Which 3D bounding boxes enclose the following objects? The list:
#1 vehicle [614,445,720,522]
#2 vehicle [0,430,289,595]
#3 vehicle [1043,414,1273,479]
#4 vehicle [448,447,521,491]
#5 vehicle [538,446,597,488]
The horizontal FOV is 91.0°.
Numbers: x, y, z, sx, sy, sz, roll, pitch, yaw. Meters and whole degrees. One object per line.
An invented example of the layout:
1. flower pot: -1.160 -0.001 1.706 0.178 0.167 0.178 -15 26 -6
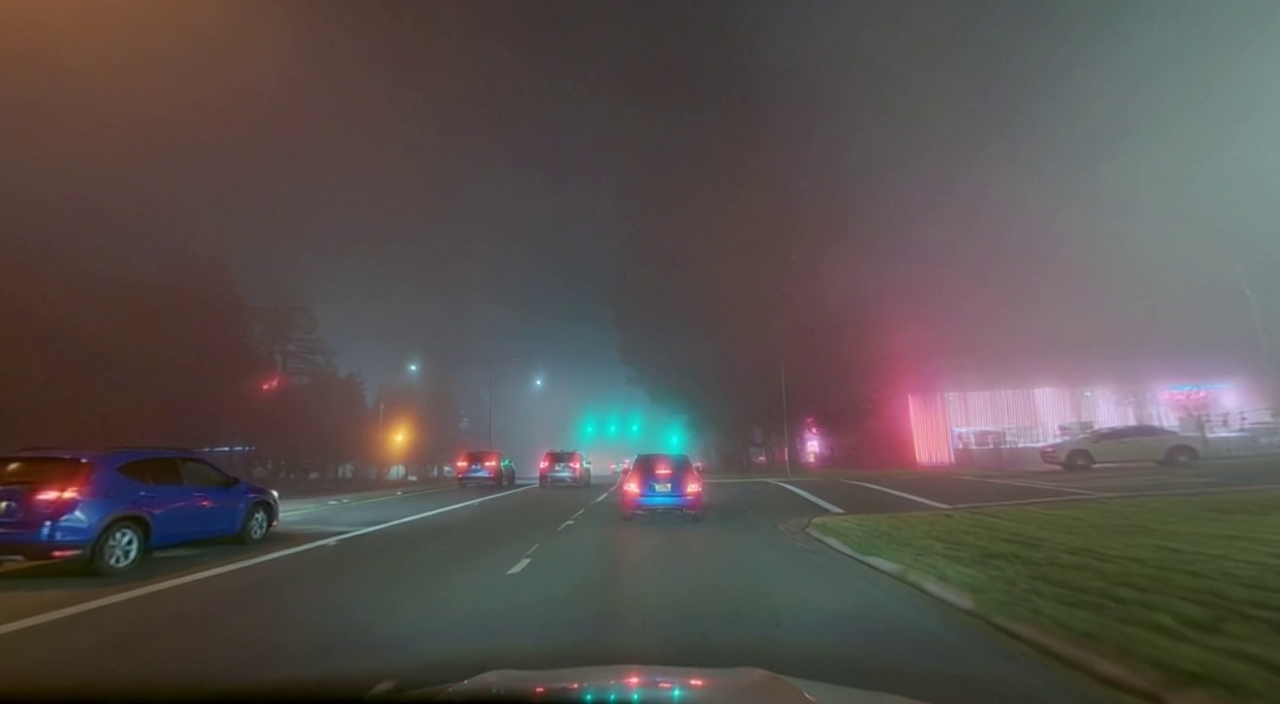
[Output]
1. vehicle: 0.558 2.892 14.443 2.091 1.494 3.962 0 -8 1
2. vehicle: -7.041 1.955 8.602 1.968 1.657 4.230 0 -8 1
3. vehicle: 17.964 3.320 22.207 5.852 1.962 2.323 -7 -11 41
4. vehicle: -6.872 5.193 28.323 2.032 1.767 4.549 0 -8 1
5. vehicle: -3.244 5.247 29.133 2.055 1.725 4.732 0 -8 2
